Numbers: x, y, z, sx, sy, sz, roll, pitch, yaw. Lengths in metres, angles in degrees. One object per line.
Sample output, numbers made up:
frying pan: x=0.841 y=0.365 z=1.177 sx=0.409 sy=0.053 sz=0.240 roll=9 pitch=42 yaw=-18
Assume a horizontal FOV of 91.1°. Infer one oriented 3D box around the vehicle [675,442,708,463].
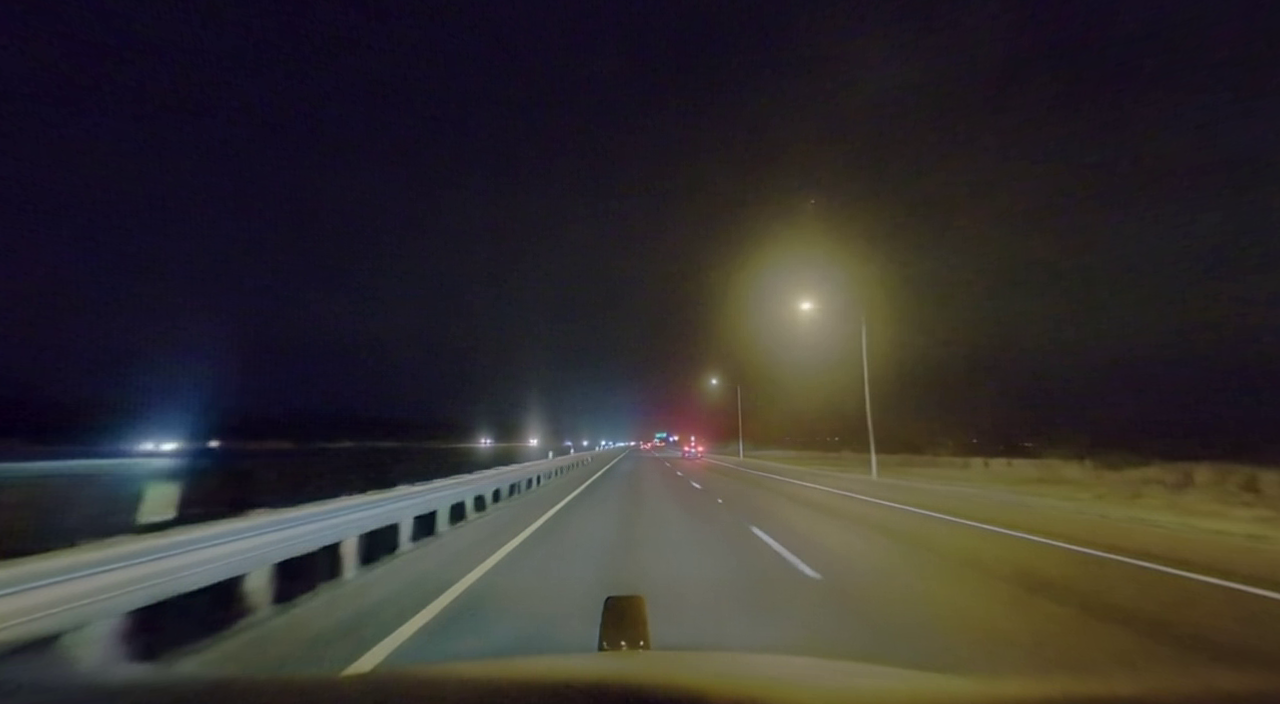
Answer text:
vehicle: x=3.817 y=7.547 z=47.305 sx=2.044 sy=1.527 sz=4.658 roll=0 pitch=-8 yaw=0
